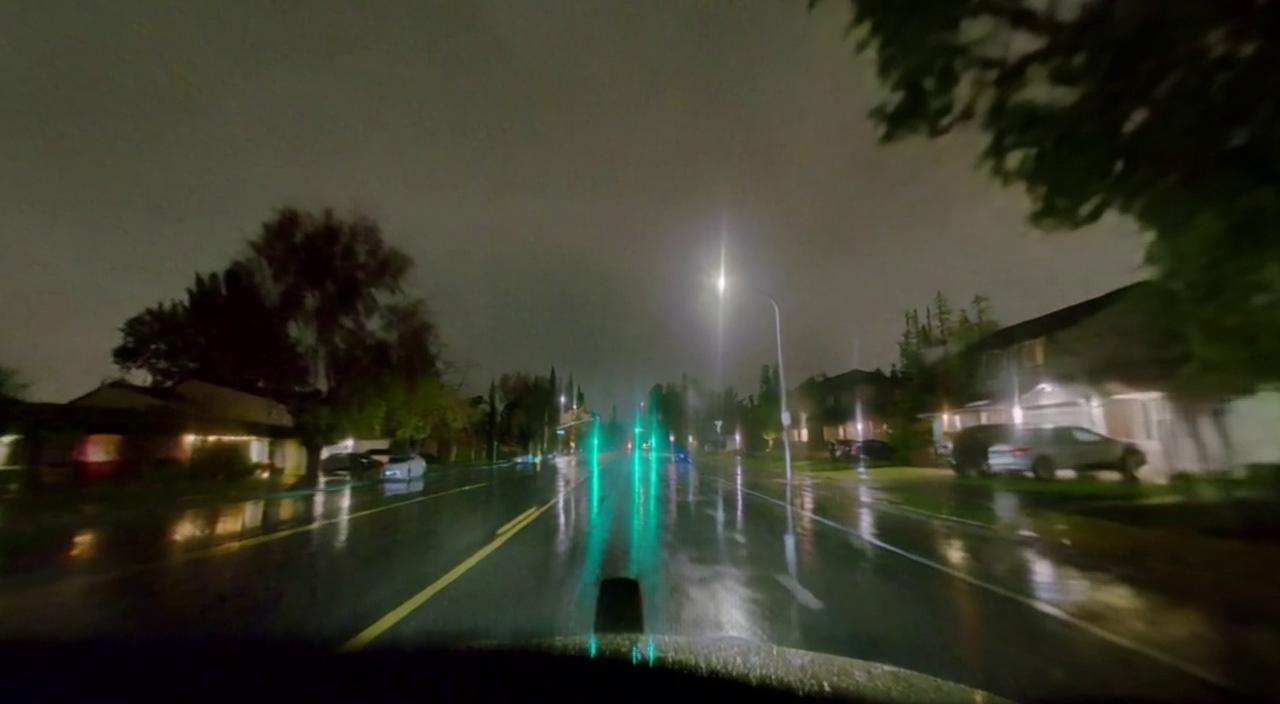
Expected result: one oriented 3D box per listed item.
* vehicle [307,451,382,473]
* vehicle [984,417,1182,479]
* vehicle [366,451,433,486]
[{"bbox_3d":[-21.501,7.998,46.113,4.491,1.467,1.861,0,-9,-4],"label":"vehicle"},{"bbox_3d":[13.635,2.995,19.680,4.629,1.770,1.959,0,-9,-1],"label":"vehicle"},{"bbox_3d":[-12.867,6.229,34.051,1.936,1.504,4.456,-2,-7,-1],"label":"vehicle"}]
